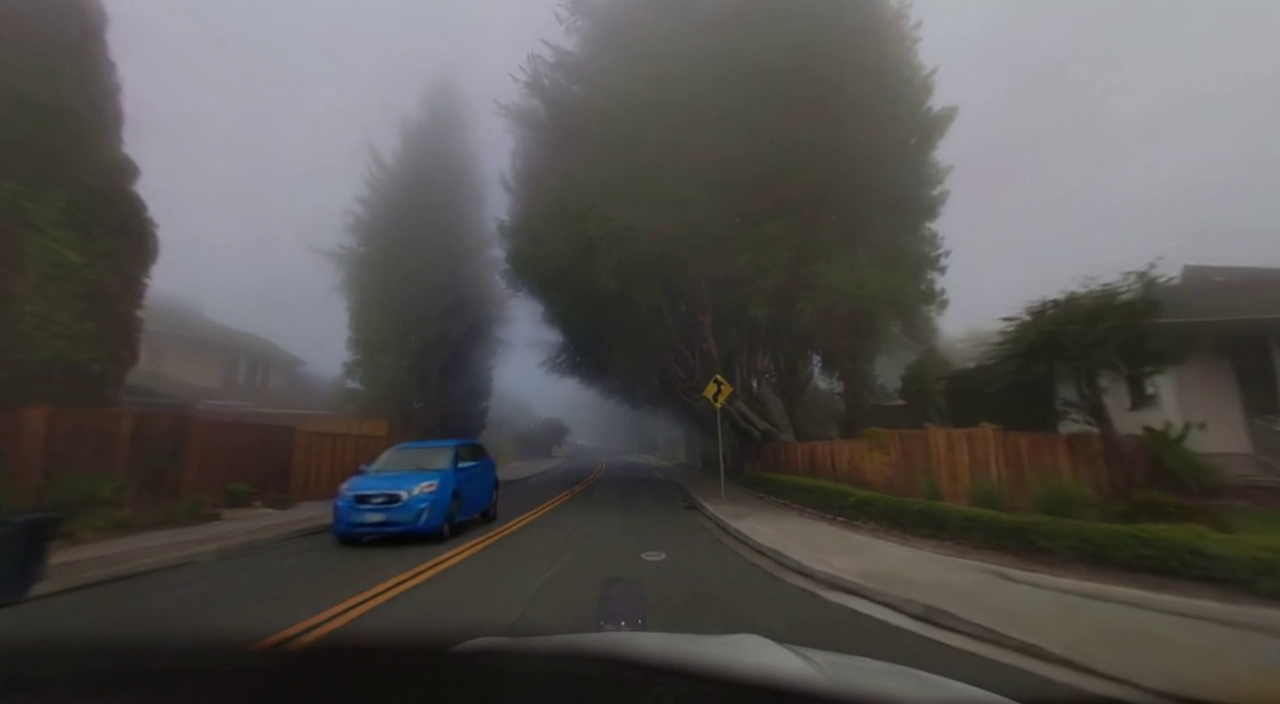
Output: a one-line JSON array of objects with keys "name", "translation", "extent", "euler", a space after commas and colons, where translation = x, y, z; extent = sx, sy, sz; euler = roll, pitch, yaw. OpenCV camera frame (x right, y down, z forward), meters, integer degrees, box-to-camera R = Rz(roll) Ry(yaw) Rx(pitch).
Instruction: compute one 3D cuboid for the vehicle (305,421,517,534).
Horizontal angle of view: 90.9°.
[{"name": "vehicle", "translation": [-3.831, 2.203, 11.566], "extent": [2.036, 1.657, 4.391], "euler": [-1, -9, 3]}]
